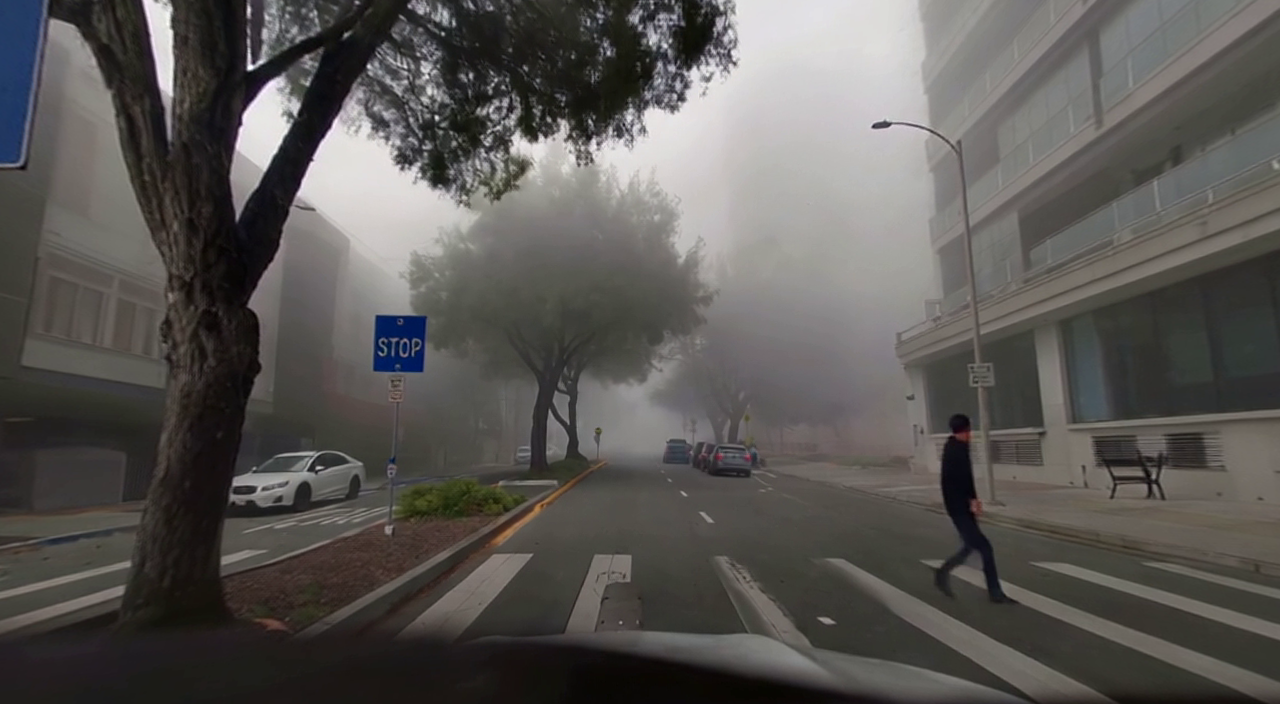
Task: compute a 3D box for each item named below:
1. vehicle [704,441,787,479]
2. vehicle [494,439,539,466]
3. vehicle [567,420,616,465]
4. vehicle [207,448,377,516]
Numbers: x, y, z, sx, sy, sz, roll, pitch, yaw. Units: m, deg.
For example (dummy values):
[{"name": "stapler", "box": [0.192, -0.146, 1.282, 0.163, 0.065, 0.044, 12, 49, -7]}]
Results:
[{"name": "vehicle", "box": [4.588, 4.562, 26.985, 1.858, 1.491, 4.329, -5, -10, 33]}, {"name": "vehicle", "box": [-8.871, 7.234, 45.599, 2.256, 1.802, 4.333, 0, -8, 2]}, {"name": "vehicle", "box": [-2.977, 5.757, 40.109, 2.317, 2.596, 6.053, 0, -8, 3]}, {"name": "vehicle", "box": [-8.797, 3.285, 16.528, 2.007, 1.503, 4.343, 0, -8, -1]}]
